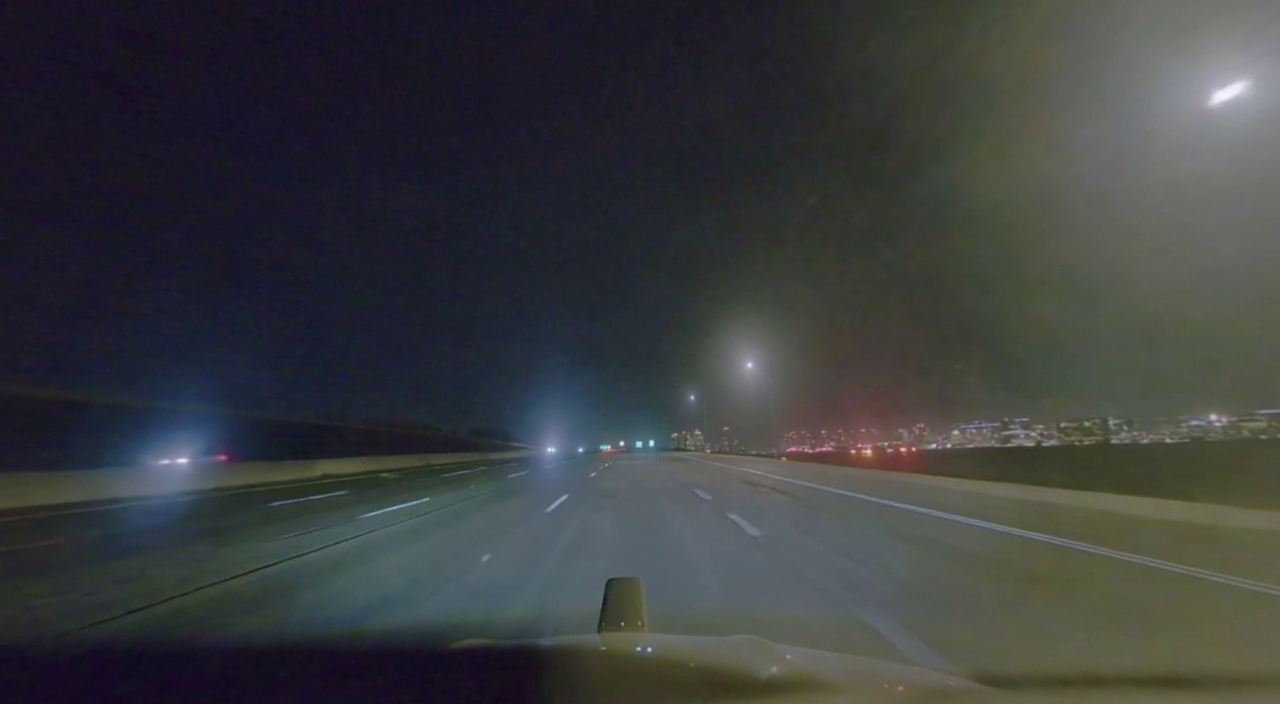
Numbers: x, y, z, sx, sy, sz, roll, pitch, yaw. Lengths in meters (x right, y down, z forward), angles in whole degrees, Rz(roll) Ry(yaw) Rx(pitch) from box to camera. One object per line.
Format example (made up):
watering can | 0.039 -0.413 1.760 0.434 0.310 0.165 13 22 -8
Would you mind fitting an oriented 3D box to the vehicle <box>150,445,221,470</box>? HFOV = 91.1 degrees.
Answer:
vehicle | -33.046 7.644 45.802 1.898 1.680 4.533 0 -8 -2
